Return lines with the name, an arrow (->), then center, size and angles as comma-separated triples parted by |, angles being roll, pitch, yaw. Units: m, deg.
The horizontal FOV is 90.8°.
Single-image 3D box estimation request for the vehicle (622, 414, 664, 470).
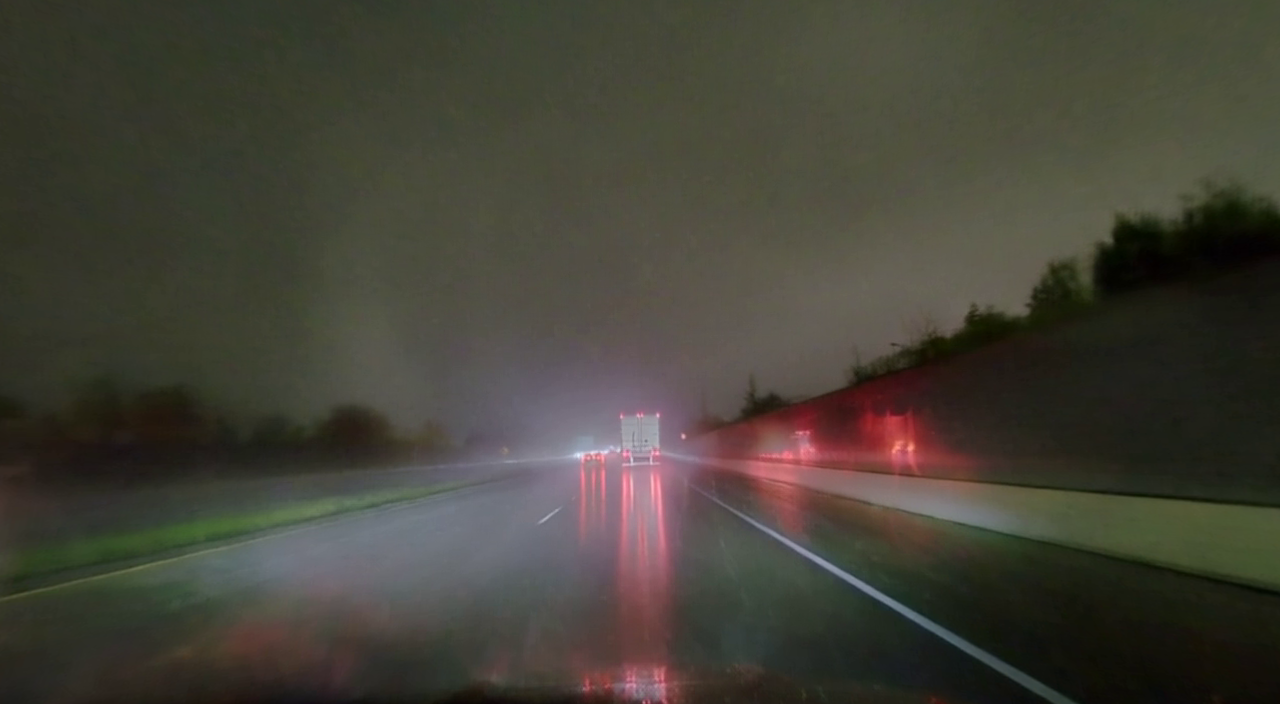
vehicle -> 0.080, 6.960, 48.409 | 2.864, 3.805, 9.500 | 0, -9, -2
